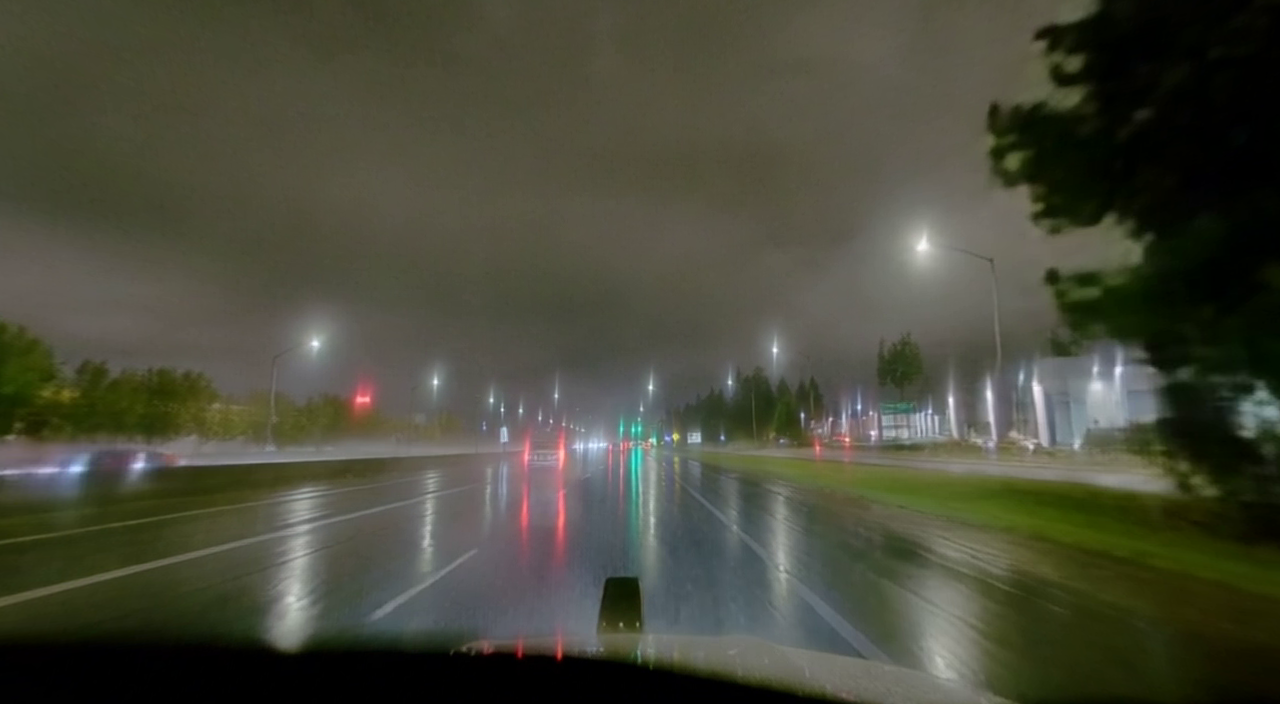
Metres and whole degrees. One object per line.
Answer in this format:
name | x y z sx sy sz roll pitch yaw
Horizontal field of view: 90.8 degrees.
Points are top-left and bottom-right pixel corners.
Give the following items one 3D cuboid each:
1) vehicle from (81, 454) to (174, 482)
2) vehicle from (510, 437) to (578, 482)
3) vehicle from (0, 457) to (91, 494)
vehicle | -31.986 7.240 39.649 1.907 1.524 4.657 0 -8 1
vehicle | -4.010 4.578 27.290 2.150 1.761 4.697 0 -8 1
vehicle | -28.220 5.635 29.130 1.811 1.474 4.446 0 -8 0
